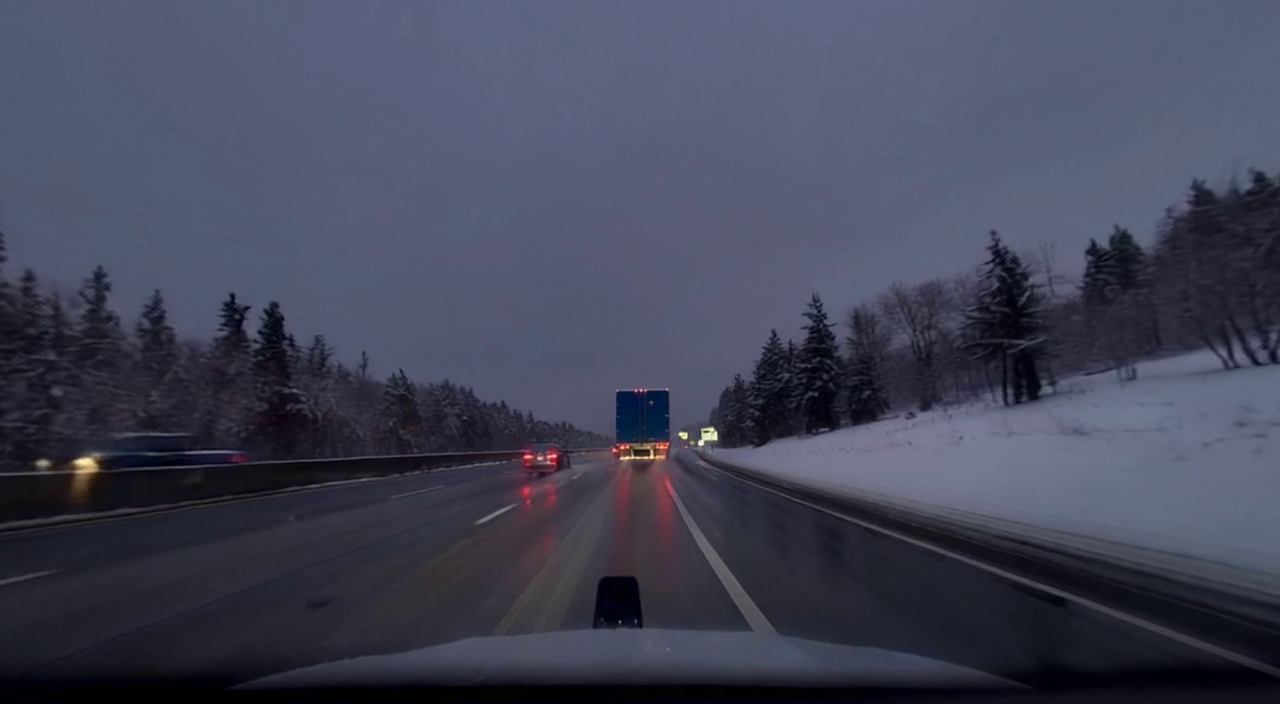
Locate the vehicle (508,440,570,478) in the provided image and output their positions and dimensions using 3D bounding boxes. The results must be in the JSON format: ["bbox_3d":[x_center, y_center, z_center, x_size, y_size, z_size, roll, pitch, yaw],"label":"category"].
[{"bbox_3d":[-4.192,4.527,26.684,1.895,1.500,3.808,0,-9,2],"label":"vehicle"}]

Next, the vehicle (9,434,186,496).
[{"bbox_3d":[-24.040,5.011,28.279,2.274,2.431,6.163,-1,-9,2],"label":"vehicle"}]

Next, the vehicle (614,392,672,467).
[{"bbox_3d":[0.275,5.042,39.729,3.123,4.094,10.812,0,-9,1],"label":"vehicle"}]
